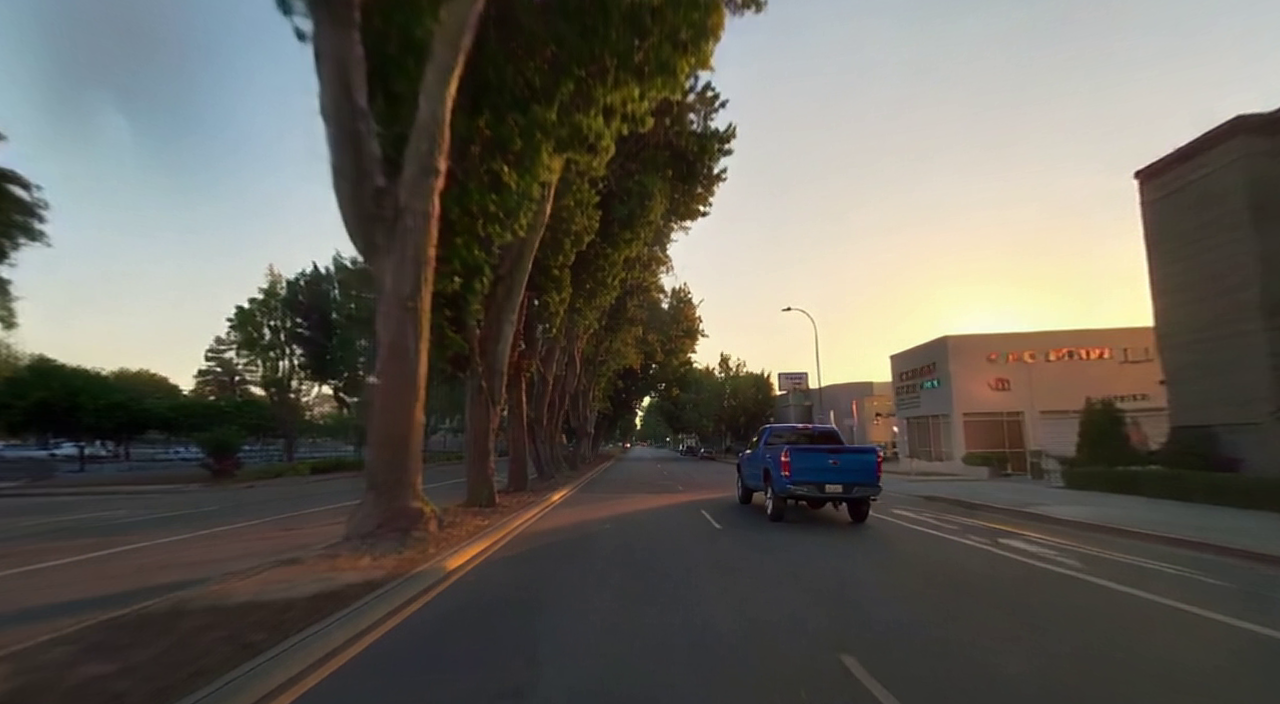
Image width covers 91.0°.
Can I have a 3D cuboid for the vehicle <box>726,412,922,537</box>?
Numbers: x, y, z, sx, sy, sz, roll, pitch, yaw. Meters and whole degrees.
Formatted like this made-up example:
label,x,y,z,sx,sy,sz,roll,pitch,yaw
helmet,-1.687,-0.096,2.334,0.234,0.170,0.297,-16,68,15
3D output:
label,x,y,z,sx,sy,sz,roll,pitch,yaw
vehicle,3.090,2.207,12.052,2.085,1.828,5.383,0,-9,0
